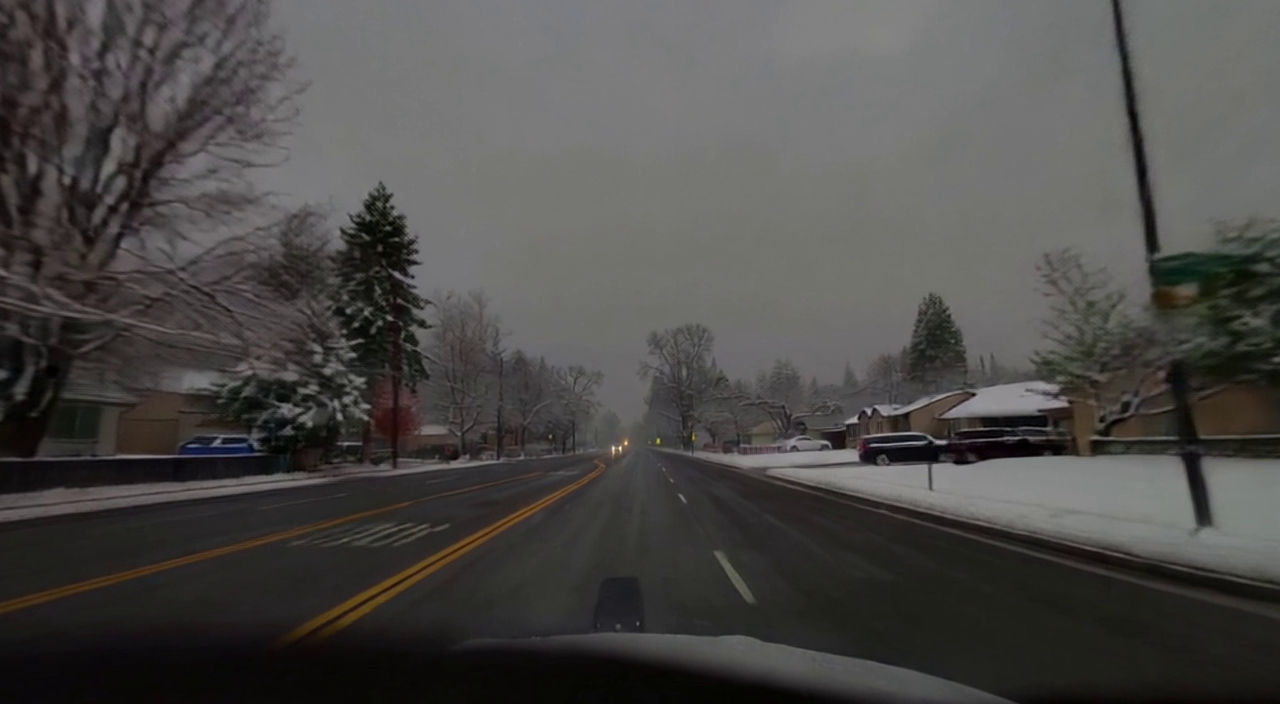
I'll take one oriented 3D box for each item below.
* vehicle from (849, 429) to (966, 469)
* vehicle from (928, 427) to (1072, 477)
[{"bbox_3d":[13.250,4.837,31.573,4.912,1.895,2.047,-1,-8,7],"label":"vehicle"},{"bbox_3d":[14.746,4.118,26.153,4.652,1.871,2.097,0,-8,7],"label":"vehicle"}]
